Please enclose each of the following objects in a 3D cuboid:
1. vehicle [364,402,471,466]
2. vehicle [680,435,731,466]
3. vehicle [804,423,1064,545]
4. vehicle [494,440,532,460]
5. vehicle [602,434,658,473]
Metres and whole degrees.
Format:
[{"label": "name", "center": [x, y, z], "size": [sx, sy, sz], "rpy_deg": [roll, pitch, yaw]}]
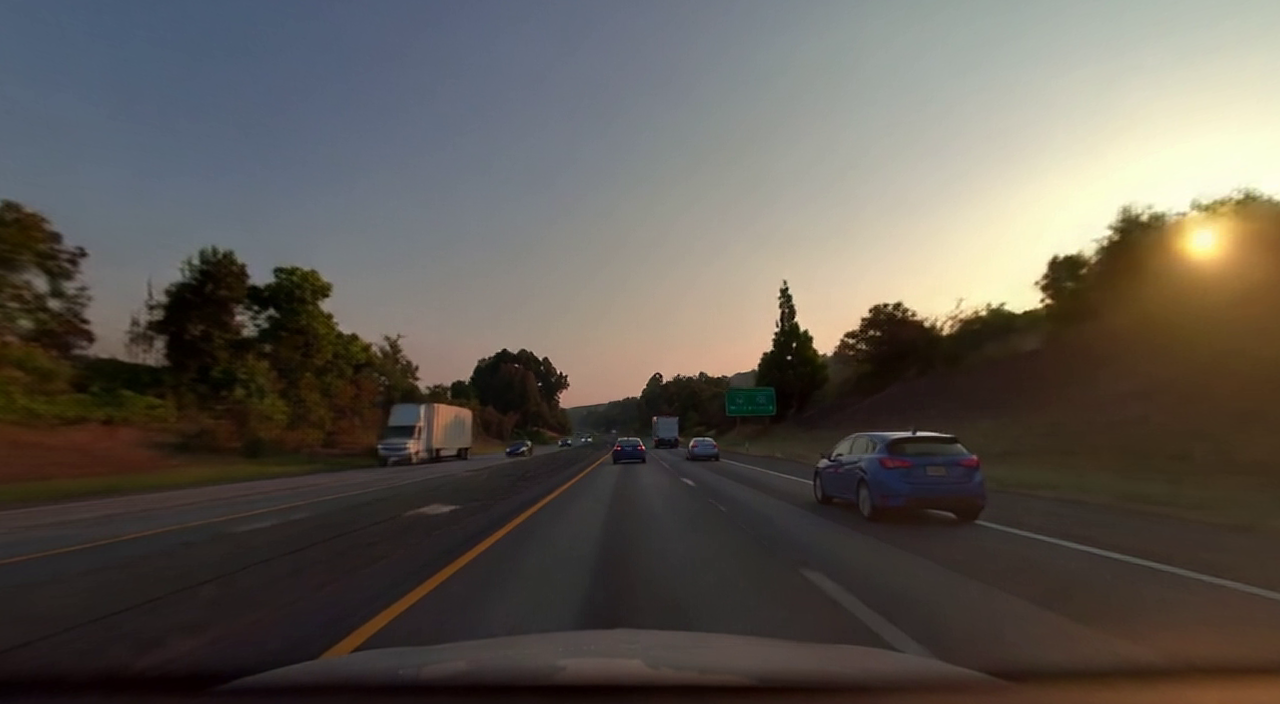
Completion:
[{"label": "vehicle", "center": [-14.573, 5.545, 42.649], "size": [3.122, 3.682, 11.678], "rpy_deg": [1, -7, -1]}, {"label": "vehicle", "center": [3.271, 5.007, 32.336], "size": [2.004, 1.469, 4.472], "rpy_deg": [0, -8, -2]}, {"label": "vehicle", "center": [4.284, 1.952, 10.145], "size": [2.066, 1.526, 4.216], "rpy_deg": [0, -8, -2]}, {"label": "vehicle", "center": [-9.624, 7.442, 48.076], "size": [1.982, 1.455, 4.161], "rpy_deg": [0, -8, 0]}, {"label": "vehicle", "center": [-0.424, 4.131, 25.901], "size": [2.143, 1.466, 3.693], "rpy_deg": [0, -8, -2]}]
